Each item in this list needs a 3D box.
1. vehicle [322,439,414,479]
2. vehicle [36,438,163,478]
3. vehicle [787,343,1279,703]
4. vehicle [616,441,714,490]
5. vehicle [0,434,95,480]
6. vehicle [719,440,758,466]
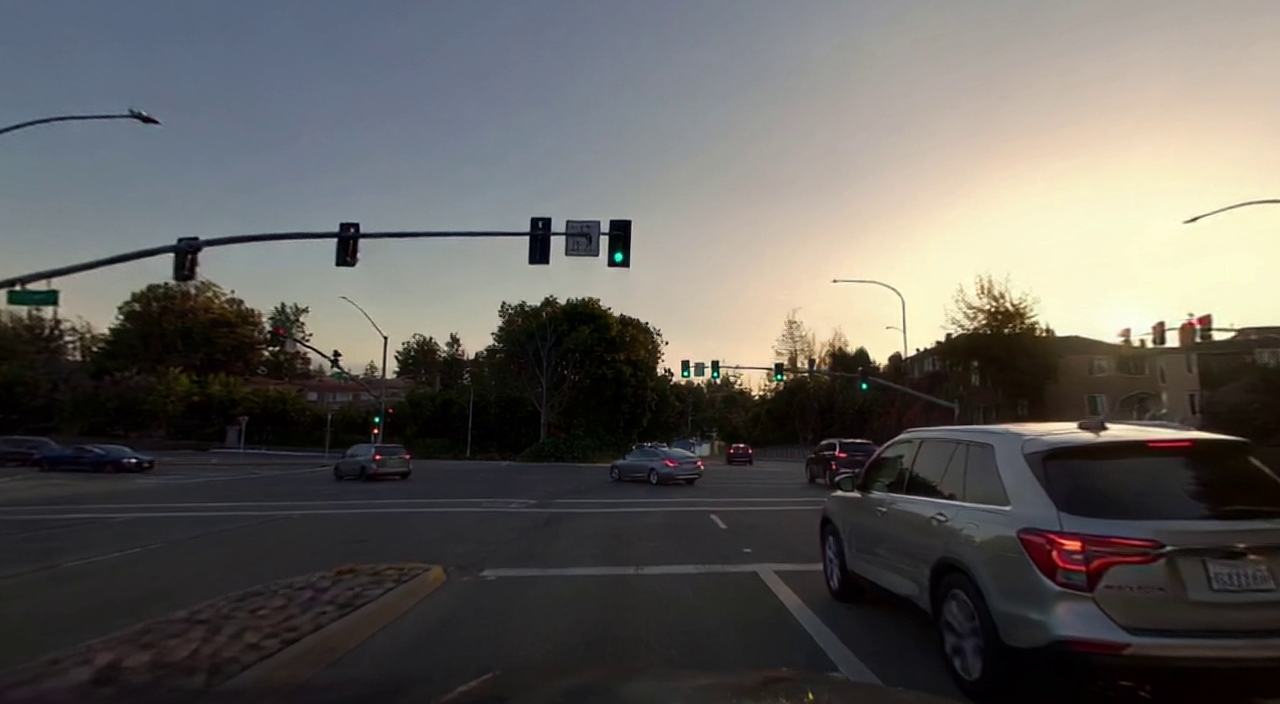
[{"bbox_3d":[-12.445,4.855,28.787,4.020,1.705,2.099,-7,-11,38],"label":"vehicle"},{"bbox_3d":[-26.688,5.202,31.236,4.365,1.629,2.004,4,-8,1],"label":"vehicle"},{"bbox_3d":[2.725,1.183,4.658,2.115,1.737,4.642,0,-9,0],"label":"vehicle"},{"bbox_3d":[0.724,3.856,21.685,2.009,1.480,4.423,3,-9,-17],"label":"vehicle"},{"bbox_3d":[-27.708,4.630,28.133,4.689,1.734,2.034,4,-8,-1],"label":"vehicle"},{"bbox_3d":[7.353,7.626,47.522,2.105,1.830,4.610,0,-9,-1],"label":"vehicle"}]
